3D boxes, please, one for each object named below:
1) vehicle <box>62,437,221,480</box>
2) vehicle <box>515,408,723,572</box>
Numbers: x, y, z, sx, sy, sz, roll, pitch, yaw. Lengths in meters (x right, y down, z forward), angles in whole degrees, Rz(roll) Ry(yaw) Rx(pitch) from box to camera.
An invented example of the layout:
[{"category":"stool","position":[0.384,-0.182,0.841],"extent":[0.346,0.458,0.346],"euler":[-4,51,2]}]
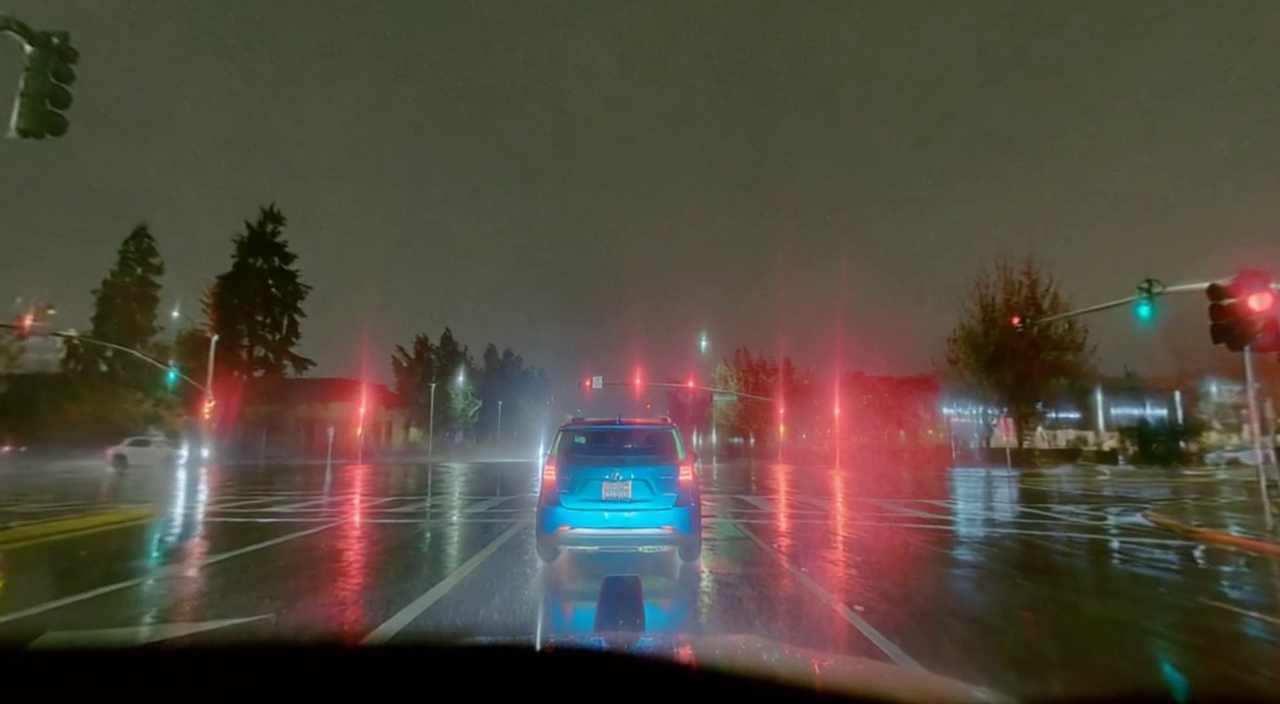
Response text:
[{"category":"vehicle","position":[-20.886,4.471,26.643],"extent":[4.912,1.731,2.022],"euler":[0,-8,-1]},{"category":"vehicle","position":[-0.234,1.664,8.332],"extent":[2.066,1.618,3.922],"euler":[0,-8,-1]}]
